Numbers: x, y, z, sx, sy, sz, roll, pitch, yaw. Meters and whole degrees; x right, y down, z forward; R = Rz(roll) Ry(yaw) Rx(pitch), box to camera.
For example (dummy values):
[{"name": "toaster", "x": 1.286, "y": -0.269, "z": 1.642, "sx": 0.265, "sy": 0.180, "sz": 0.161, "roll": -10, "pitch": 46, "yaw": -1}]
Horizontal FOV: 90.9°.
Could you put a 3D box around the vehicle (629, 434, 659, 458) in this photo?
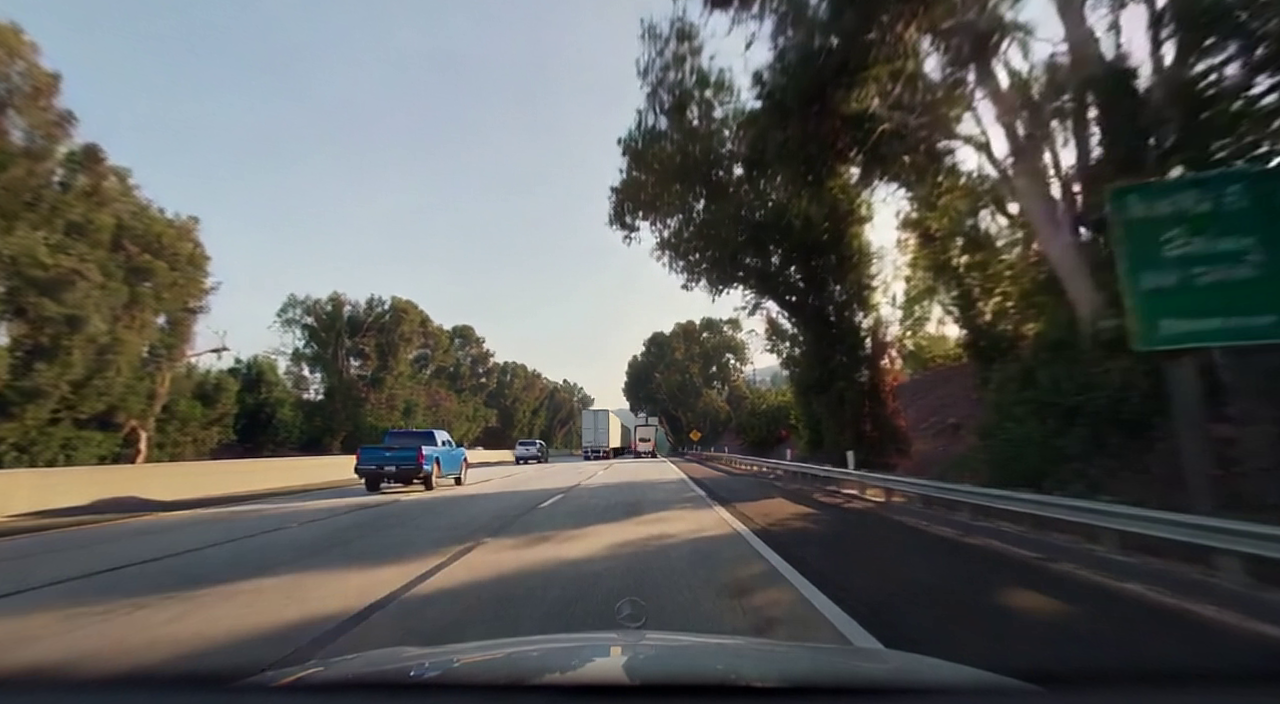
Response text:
[{"name": "vehicle", "x": 0.264, "y": 6.874, "z": 46.158, "sx": 2.072, "sy": 1.630, "sz": 4.529, "roll": 0, "pitch": -8, "yaw": 0}]

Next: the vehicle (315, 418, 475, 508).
[{"name": "vehicle", "x": -5.783, "y": 2.689, "z": 15.686, "sx": 2.149, "sy": 1.884, "sz": 4.627, "roll": 0, "pitch": -8, "yaw": -1}]

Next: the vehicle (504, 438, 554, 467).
[{"name": "vehicle", "x": -7.210, "y": 6.572, "z": 41.588, "sx": 2.258, "sy": 1.785, "sz": 5.318, "roll": 0, "pitch": -8, "yaw": 1}]
